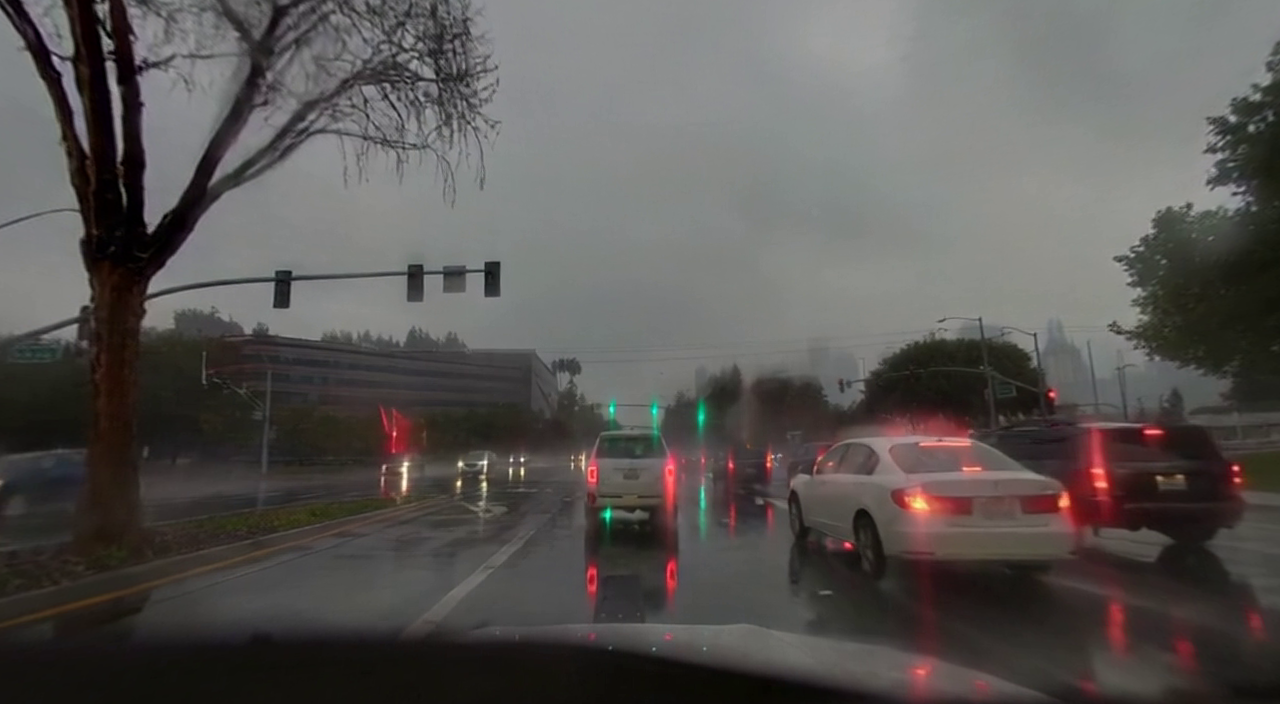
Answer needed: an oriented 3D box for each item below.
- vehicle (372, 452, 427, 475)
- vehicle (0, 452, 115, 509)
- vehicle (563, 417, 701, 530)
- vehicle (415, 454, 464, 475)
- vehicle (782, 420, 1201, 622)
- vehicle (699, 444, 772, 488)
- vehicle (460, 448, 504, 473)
[{"bbox_3d":[-17.467,8.132,46.127,1.971,1.523,4.991,0,-9,1],"label":"vehicle"},{"bbox_3d":[-20.872,4.290,21.408,2.138,1.708,4.589,0,-9,0],"label":"vehicle"},{"bbox_3d":[-0.140,2.303,12.517,2.236,1.827,4.316,0,-9,0],"label":"vehicle"},{"bbox_3d":[-14.501,8.142,45.886,2.107,1.448,4.179,0,-9,1],"label":"vehicle"},{"bbox_3d":[3.319,1.684,7.417,2.034,1.558,4.774,0,-9,-2],"label":"vehicle"},{"bbox_3d":[3.502,4.271,24.018,2.004,1.523,4.263,0,-9,-1],"label":"vehicle"},{"bbox_3d":[-11.227,7.692,45.113,2.032,1.671,4.316,0,-9,0],"label":"vehicle"}]
